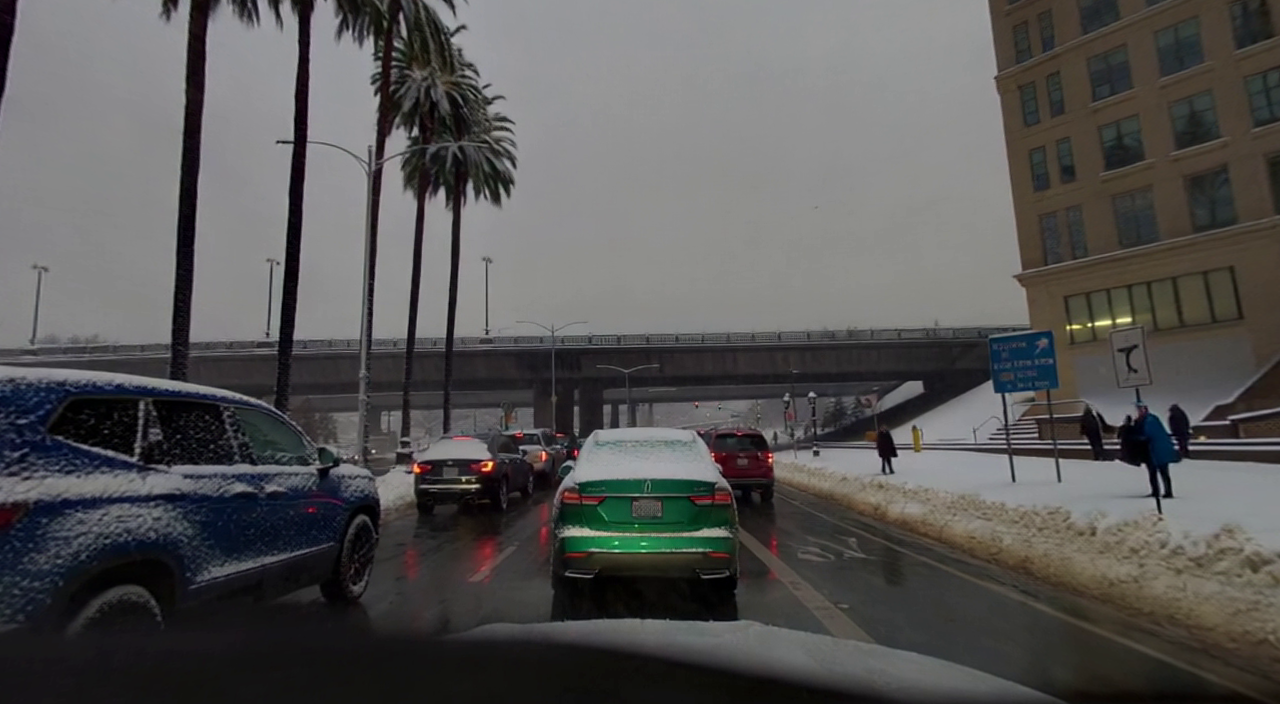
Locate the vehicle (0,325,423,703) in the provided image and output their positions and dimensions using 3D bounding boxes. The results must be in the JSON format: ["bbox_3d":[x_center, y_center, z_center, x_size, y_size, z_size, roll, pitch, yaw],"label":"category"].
[{"bbox_3d":[-3.261,1.075,4.200,2.014,1.740,4.359,0,-8,1],"label":"vehicle"}]

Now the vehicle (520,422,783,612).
[{"bbox_3d":[0.072,1.589,7.036,2.036,1.461,4.129,0,-8,-1],"label":"vehicle"}]

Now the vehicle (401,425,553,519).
[{"bbox_3d":[-3.174,2.425,13.244,1.955,1.637,4.032,0,-8,2],"label":"vehicle"}]
